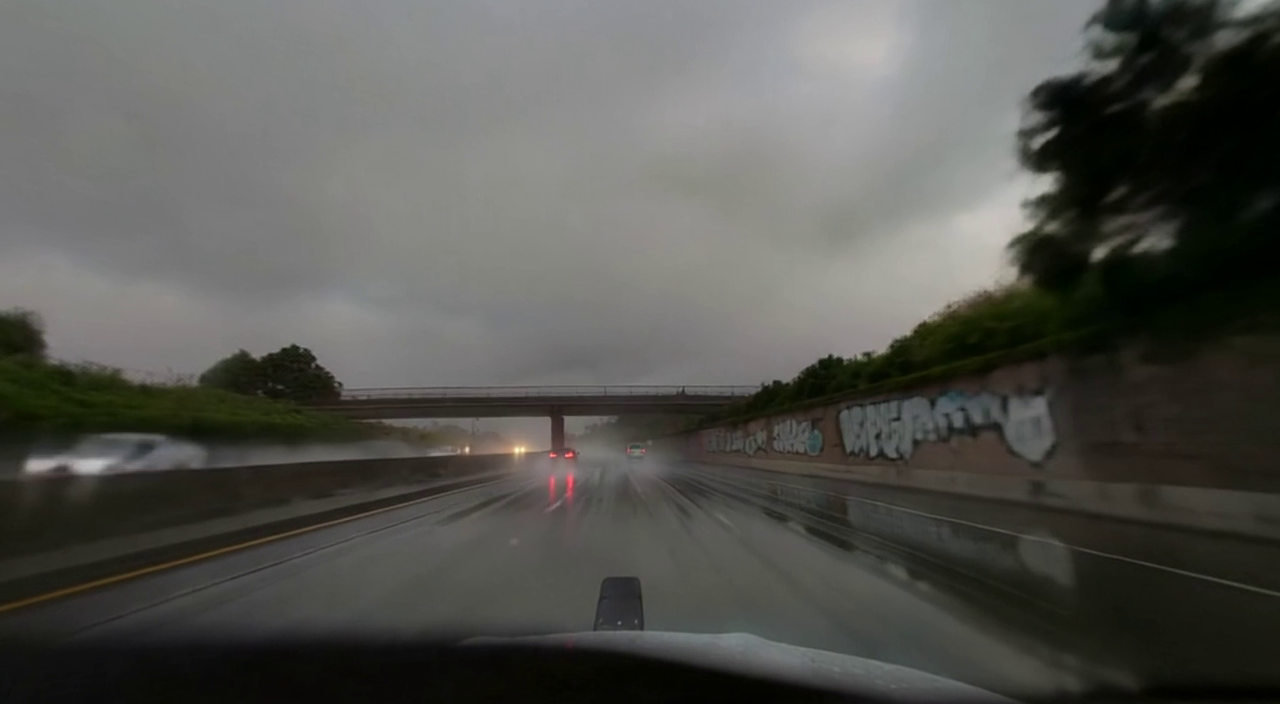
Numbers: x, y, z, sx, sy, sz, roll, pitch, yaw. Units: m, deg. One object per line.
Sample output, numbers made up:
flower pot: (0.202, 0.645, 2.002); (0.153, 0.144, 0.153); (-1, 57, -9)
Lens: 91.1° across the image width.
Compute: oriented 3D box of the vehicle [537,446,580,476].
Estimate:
vehicle: (-4.323, 5.838, 33.853); (1.871, 1.459, 3.771); (0, -9, -2)
